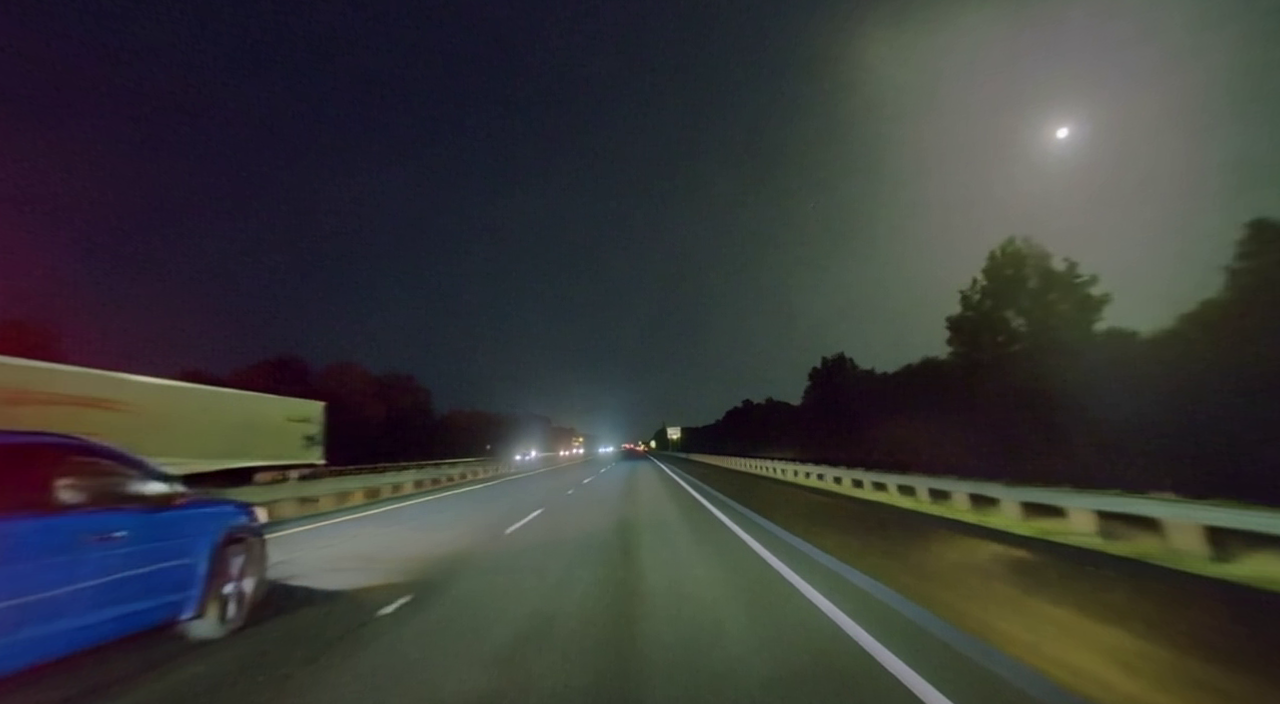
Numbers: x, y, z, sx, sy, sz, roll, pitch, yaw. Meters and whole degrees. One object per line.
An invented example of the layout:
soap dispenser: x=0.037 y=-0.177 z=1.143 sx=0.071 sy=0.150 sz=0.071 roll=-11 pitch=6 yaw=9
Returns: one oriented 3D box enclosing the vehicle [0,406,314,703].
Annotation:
vehicle: x=-3.965 y=1.098 z=3.243 sx=2.118 sy=1.562 sz=4.541 roll=0 pitch=-9 yaw=0
